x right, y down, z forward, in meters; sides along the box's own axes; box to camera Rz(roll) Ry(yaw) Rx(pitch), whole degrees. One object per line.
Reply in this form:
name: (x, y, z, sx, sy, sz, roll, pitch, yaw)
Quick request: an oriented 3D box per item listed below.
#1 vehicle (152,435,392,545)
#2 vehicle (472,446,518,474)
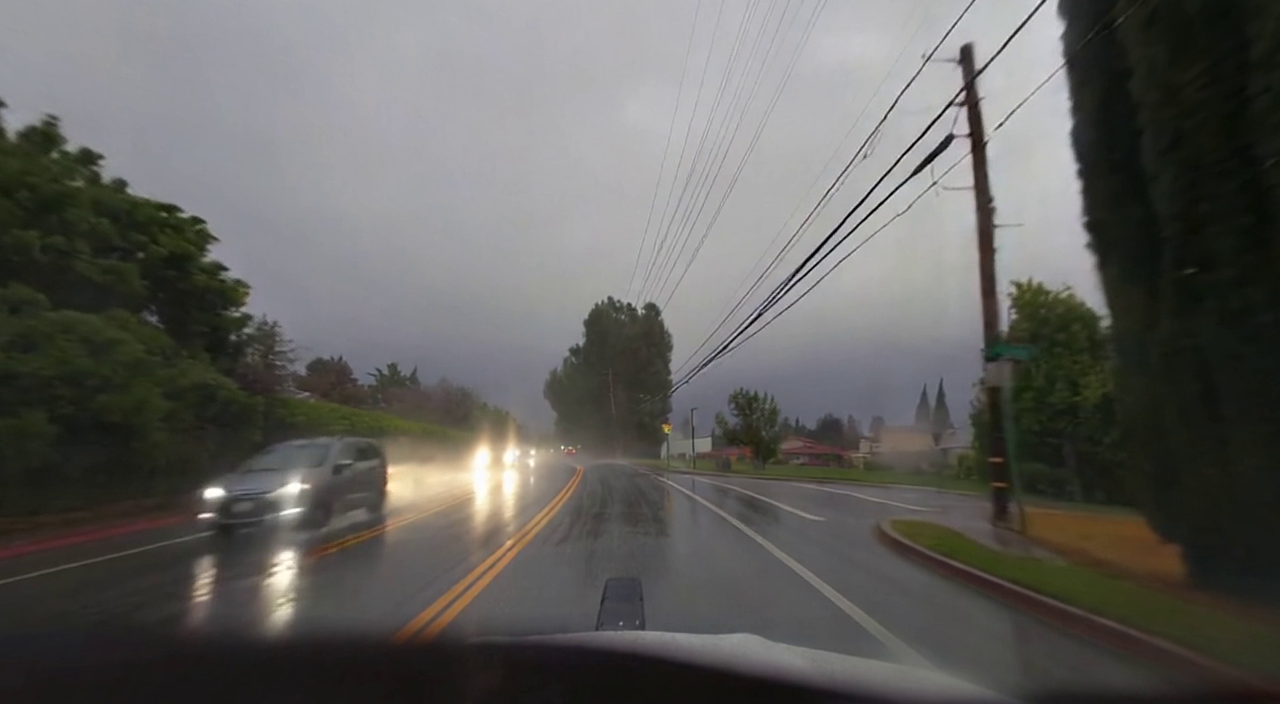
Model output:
vehicle: (-6.519, 2.433, 11.971, 2.001, 1.647, 4.514, 0, -8, -3)
vehicle: (-8.164, 6.095, 36.000, 1.883, 1.474, 4.450, 0, -8, -4)
